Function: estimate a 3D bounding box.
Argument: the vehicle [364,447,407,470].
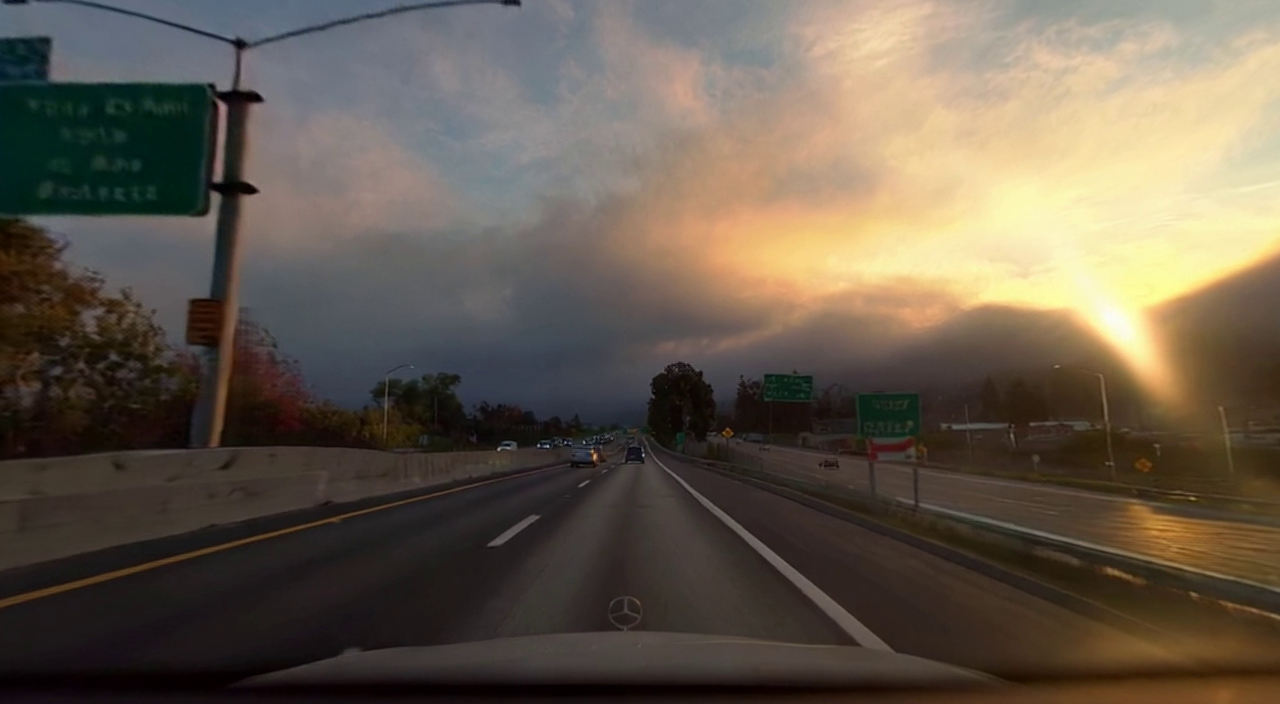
[{"bbox_3d":[-16.939,7.090,42.139,1.457,1.357,3.245,0,-8,0],"label":"vehicle"}]

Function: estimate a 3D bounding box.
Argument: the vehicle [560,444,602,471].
[{"bbox_3d":[-3.512,6.370,38.408,2.067,1.509,4.551,0,-8,0],"label":"vehicle"}]

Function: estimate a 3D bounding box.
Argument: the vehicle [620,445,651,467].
[{"bbox_3d":[-0.330,7.360,44.853,2.100,1.471,3.956,0,-8,0],"label":"vehicle"}]
